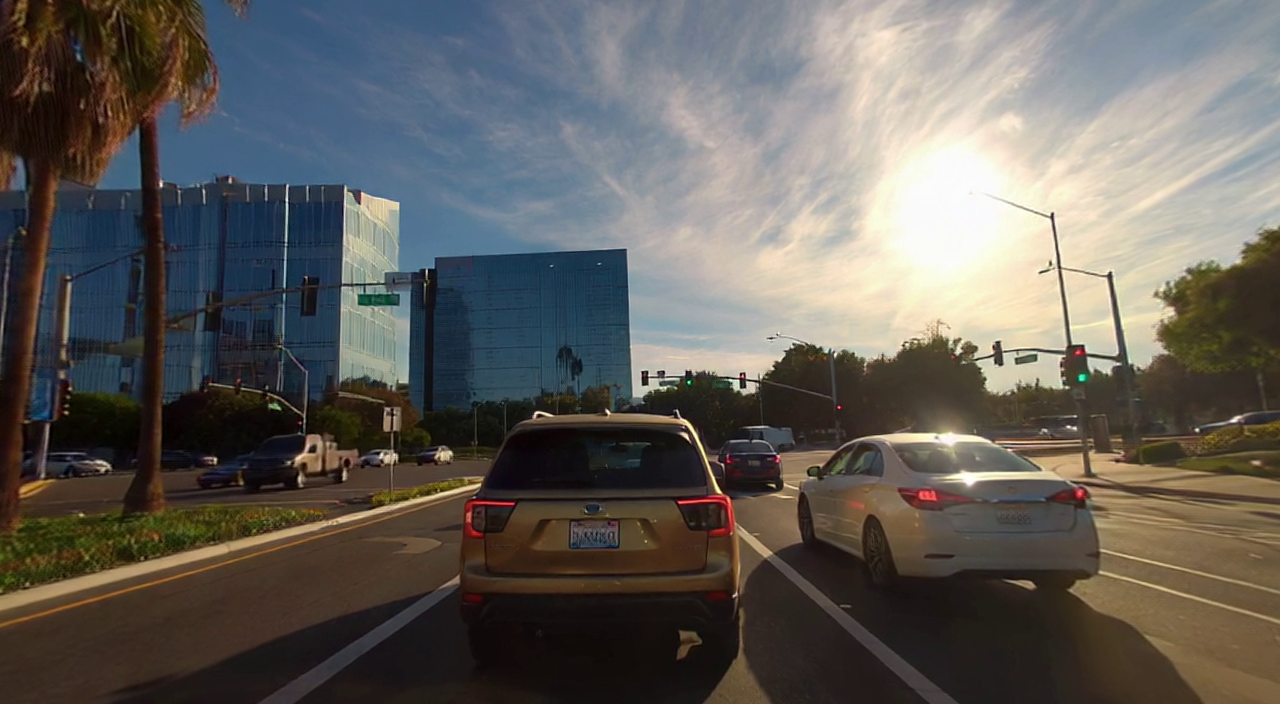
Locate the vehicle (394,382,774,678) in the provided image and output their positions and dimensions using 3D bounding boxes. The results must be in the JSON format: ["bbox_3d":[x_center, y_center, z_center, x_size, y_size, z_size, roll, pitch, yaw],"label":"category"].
[{"bbox_3d":[-0.319,1.322,5.710,2.172,1.694,4.055,0,-8,0],"label":"vehicle"}]

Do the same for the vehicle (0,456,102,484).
[{"bbox_3d":[-40.710,8.124,43.381,4.993,1.788,2.075,0,-9,1],"label":"vehicle"}]

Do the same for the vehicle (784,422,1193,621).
[{"bbox_3d":[3.143,1.612,7.023,1.971,1.473,4.495,0,-8,0],"label":"vehicle"}]

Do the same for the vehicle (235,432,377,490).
[{"bbox_3d":[-12.415,4.093,23.934,2.317,1.924,5.636,0,-9,0],"label":"vehicle"}]

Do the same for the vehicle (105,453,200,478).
[{"bbox_3d":[-36.568,8.524,47.143,5.347,1.785,2.123,0,-8,1],"label":"vehicle"}]
